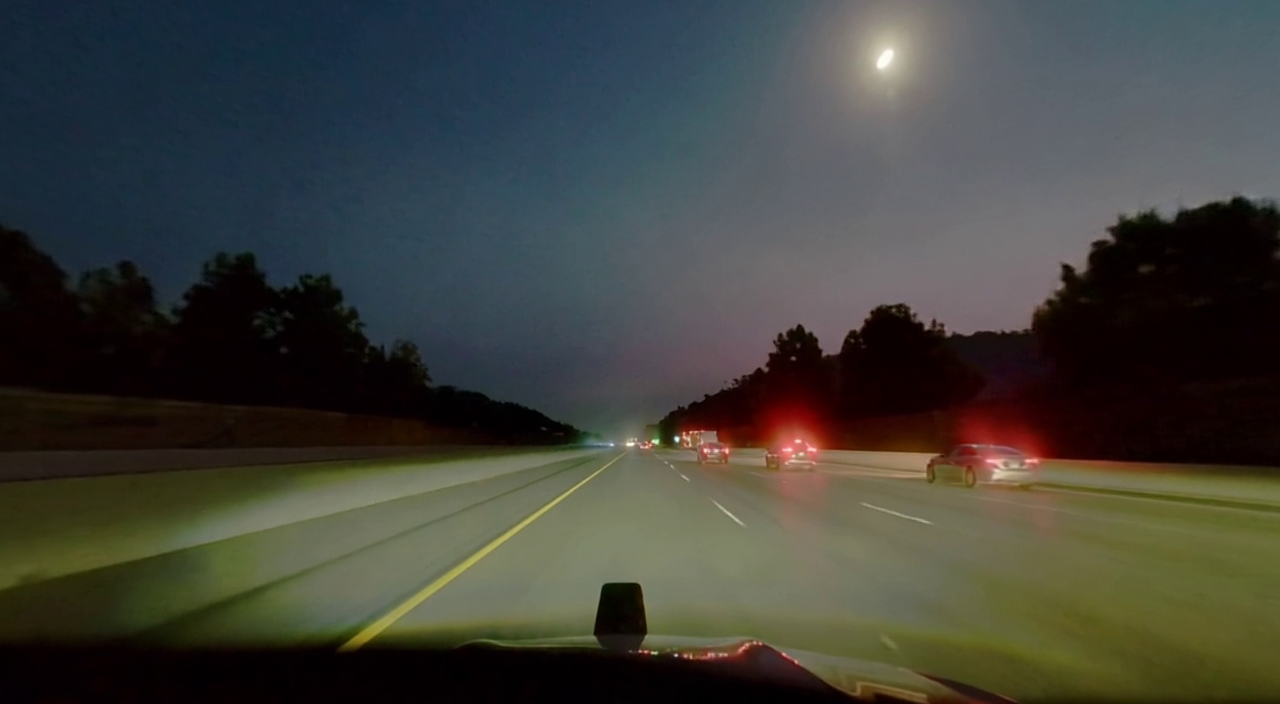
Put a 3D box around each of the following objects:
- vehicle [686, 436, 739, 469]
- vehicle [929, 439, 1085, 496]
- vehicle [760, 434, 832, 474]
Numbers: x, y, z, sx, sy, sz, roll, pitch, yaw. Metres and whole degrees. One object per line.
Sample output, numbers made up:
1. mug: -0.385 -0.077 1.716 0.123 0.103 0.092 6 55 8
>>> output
1. vehicle: 3.824 5.392 33.928 2.326 1.644 4.206 0 -8 -1
2. vehicle: 10.698 3.367 18.871 1.970 1.479 4.480 0 -8 0
3. vehicle: 7.238 4.795 29.833 2.178 1.749 4.570 0 -8 -1
